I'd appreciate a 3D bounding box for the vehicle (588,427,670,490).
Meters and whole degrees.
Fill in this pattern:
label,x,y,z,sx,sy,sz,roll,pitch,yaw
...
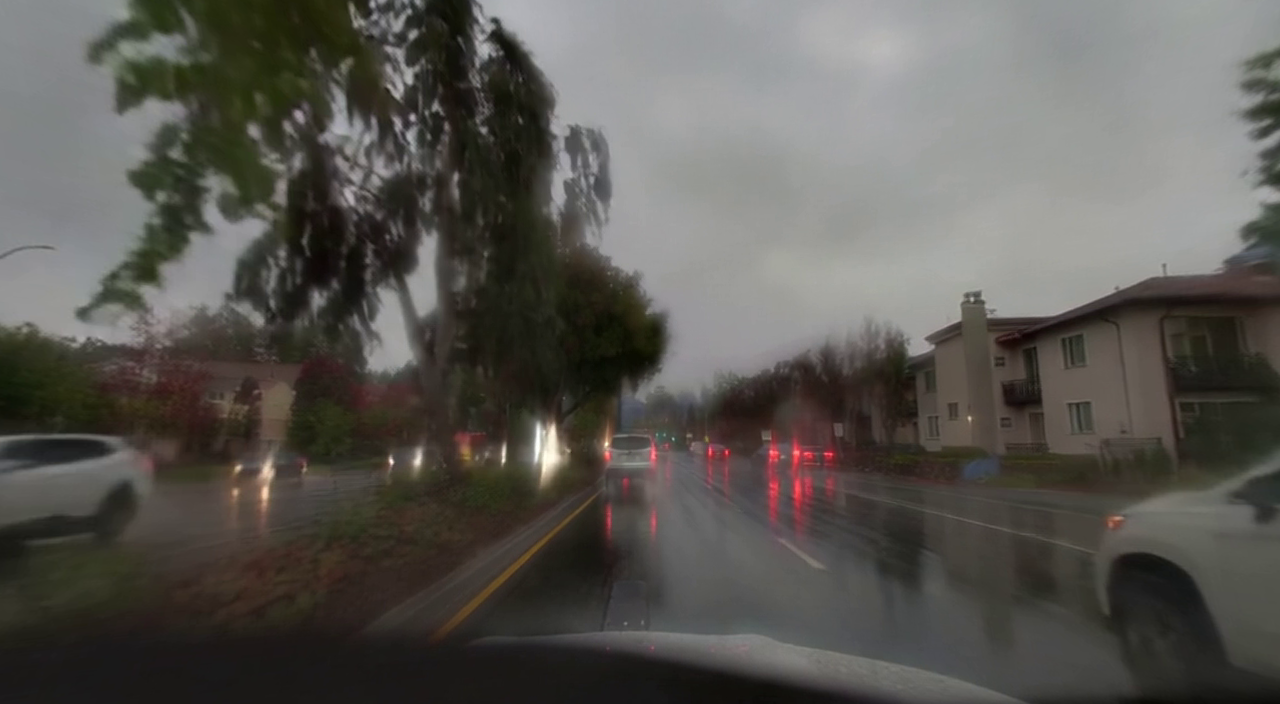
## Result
label,x,y,z,sx,sy,sz,roll,pitch,yaw
vehicle,-0.313,3.383,20.303,2.332,1.798,4.546,0,-8,0

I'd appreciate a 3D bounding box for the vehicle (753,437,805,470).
label,x,y,z,sx,sy,sz,roll,pitch,yaw
vehicle,7.706,5.673,35.389,1.971,1.722,4.341,0,-8,0

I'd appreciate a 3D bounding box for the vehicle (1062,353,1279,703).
label,x,y,z,sx,sy,sz,roll,pitch,yaw
vehicle,3.777,0.722,1.786,2.100,1.689,4.501,0,-8,2

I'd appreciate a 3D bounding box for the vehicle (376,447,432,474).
label,x,y,z,sx,sy,sz,roll,pitch,yaw
vehicle,-16.212,7.440,43.580,1.972,1.723,4.608,0,-8,2

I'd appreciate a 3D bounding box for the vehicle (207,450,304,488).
label,x,y,z,sx,sy,sz,roll,pitch,yaw
vehicle,-20.236,6.149,33.471,2.001,1.788,4.776,0,-8,1

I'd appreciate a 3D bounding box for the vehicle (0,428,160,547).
label,x,y,z,sx,sy,sz,roll,pitch,yaw
vehicle,-10.527,2.145,10.152,2.010,1.760,4.406,-1,-8,1

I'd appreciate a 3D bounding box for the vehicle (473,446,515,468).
label,x,y,z,sx,sy,sz,roll,pitch,yaw
vehicle,-10.336,7.450,45.015,1.907,1.471,4.410,0,-8,1
